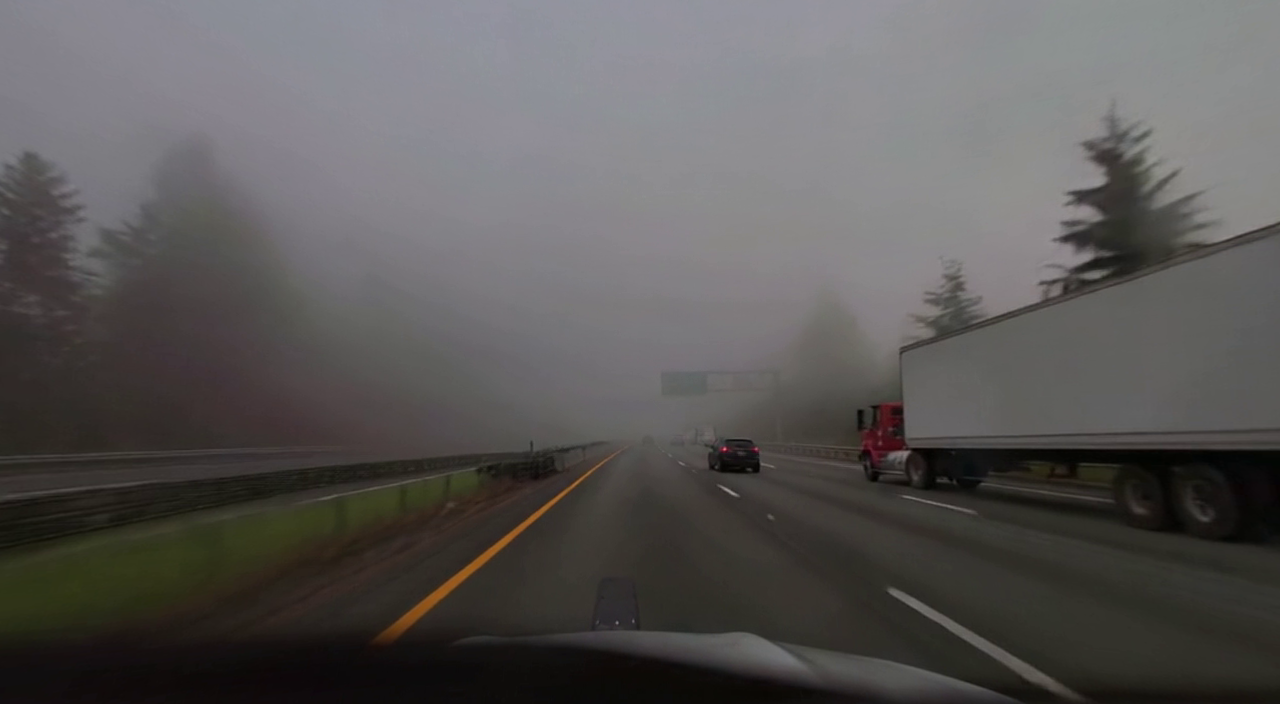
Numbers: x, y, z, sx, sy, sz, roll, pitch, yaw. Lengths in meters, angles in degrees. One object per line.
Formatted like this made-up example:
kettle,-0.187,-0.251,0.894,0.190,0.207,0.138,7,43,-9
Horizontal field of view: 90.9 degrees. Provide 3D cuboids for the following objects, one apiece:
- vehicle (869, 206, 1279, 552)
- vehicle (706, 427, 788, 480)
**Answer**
vehicle,9.249,1.075,13.151,3.440,4.093,13.944,0,-8,-1
vehicle,3.694,3.578,22.564,2.011,1.672,4.415,0,-8,-2
